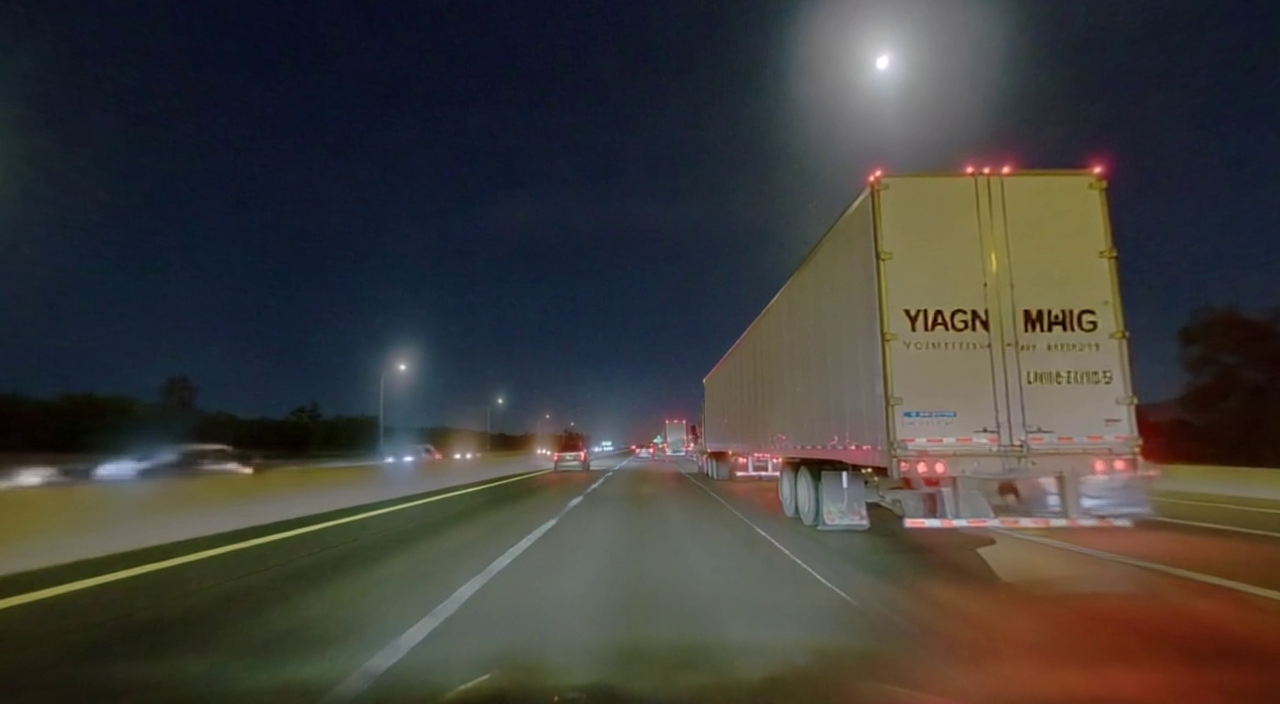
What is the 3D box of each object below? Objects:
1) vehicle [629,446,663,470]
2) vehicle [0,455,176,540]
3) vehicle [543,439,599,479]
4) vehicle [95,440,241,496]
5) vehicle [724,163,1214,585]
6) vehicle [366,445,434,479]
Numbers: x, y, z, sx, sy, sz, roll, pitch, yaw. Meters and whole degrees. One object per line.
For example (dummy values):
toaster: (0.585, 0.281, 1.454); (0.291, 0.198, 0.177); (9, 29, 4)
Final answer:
vehicle: (0.364, 6.792, 40.673); (2.063, 1.469, 4.208); (0, -9, 0)
vehicle: (-12.641, 2.950, 13.256); (2.044, 1.481, 4.822); (0, -9, 1)
vehicle: (-3.145, 5.011, 29.754); (2.058, 1.711, 4.226); (0, -9, 1)
vehicle: (-23.527, 5.778, 31.930); (2.531, 2.538, 6.239); (0, -9, 0)
vehicle: (3.876, 1.056, 12.288); (2.821, 4.077, 12.562); (0, -9, 0)
vehicle: (-12.729, 5.817, 33.720); (1.957, 1.672, 4.174); (0, -9, 1)
